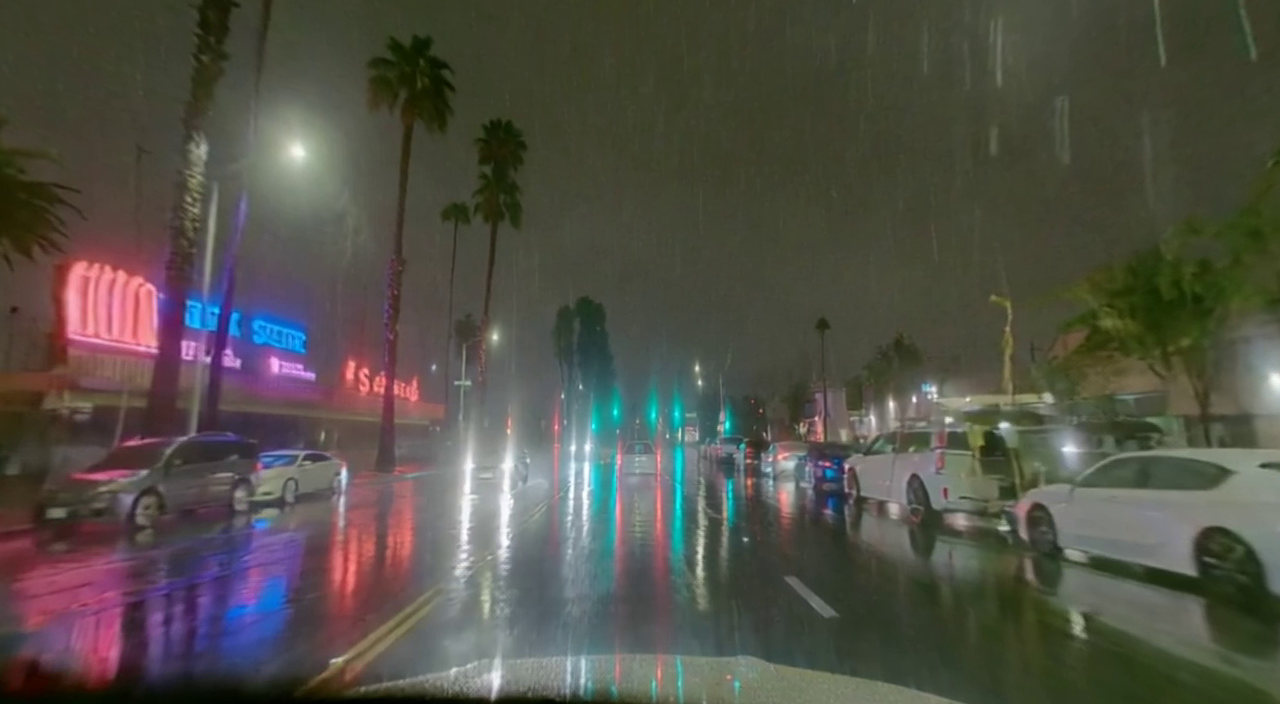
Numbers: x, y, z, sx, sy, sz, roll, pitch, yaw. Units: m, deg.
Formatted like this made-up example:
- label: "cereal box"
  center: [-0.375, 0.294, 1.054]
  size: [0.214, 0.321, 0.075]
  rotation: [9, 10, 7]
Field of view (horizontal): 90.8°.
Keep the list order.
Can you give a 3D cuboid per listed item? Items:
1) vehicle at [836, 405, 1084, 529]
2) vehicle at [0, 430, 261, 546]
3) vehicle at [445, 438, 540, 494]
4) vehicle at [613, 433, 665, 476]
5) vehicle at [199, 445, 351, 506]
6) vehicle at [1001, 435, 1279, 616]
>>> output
- label: "vehicle"
  center: [6.307, 2.350, 13.625]
  size: [2.257, 2.074, 5.857]
  rotation: [0, -8, 0]
- label: "vehicle"
  center: [-9.766, 2.477, 12.493]
  size: [1.818, 1.740, 4.555]
  rotation: [-3, -7, -1]
- label: "vehicle"
  center: [-4.193, 3.283, 18.666]
  size: [1.916, 1.453, 4.315]
  rotation: [0, -8, -2]
- label: "vehicle"
  center: [-0.071, 4.344, 27.032]
  size: [2.063, 1.664, 4.471]
  rotation: [0, -8, -1]
- label: "vehicle"
  center: [-9.920, 3.340, 17.623]
  size: [1.786, 1.476, 4.117]
  rotation: [0, -8, 0]
- label: "vehicle"
  center: [6.226, 1.667, 6.819]
  size: [1.786, 1.492, 4.874]
  rotation: [0, -8, 0]
